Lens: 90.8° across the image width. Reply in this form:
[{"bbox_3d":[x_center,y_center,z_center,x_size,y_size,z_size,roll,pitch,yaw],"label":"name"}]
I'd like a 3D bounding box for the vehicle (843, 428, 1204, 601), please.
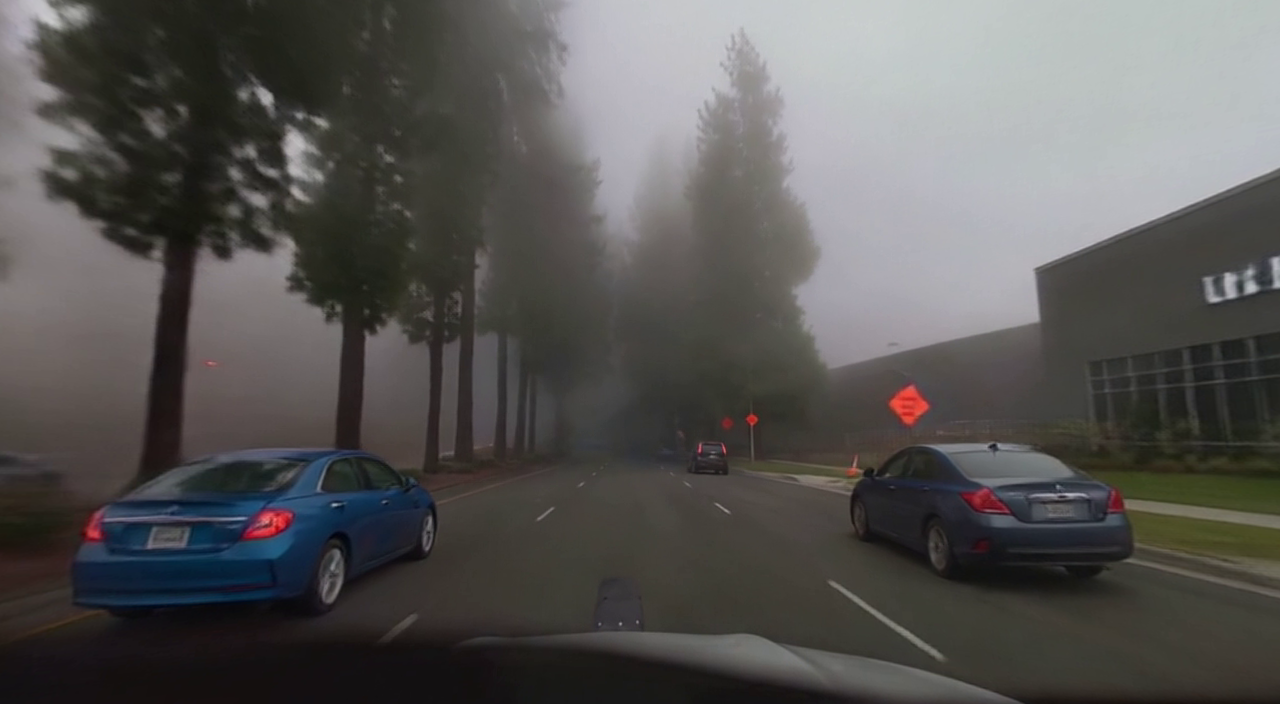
[{"bbox_3d":[3.976,1.704,7.461,1.827,1.491,3.743,0,-9,-1],"label":"vehicle"}]

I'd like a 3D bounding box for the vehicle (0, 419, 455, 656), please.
[{"bbox_3d":[-3.384,1.475,6.100,2.020,1.474,4.098,0,-9,-1],"label":"vehicle"}]

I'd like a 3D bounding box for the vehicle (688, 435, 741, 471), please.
[{"bbox_3d":[3.904,5.424,34.139,2.159,1.793,4.735,0,-9,-2],"label":"vehicle"}]
